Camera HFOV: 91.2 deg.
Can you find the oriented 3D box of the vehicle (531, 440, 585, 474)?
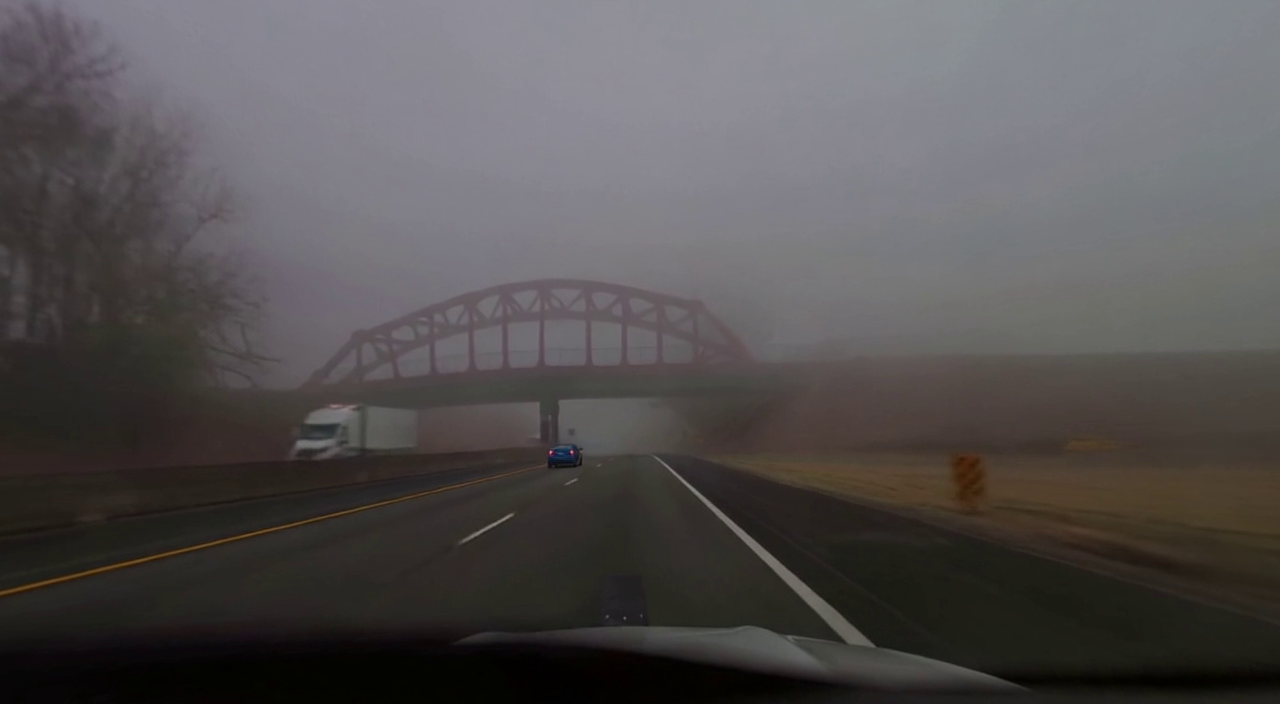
[{"bbox_3d":[-3.951,5.162,31.136,2.052,1.556,4.405,0,-8,0],"label":"vehicle"}]

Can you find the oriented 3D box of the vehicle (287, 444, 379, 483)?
[{"bbox_3d":[-13.303,4.816,27.483,1.872,1.535,4.138,0,-9,1],"label":"vehicle"}]

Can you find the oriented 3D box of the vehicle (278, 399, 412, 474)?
[{"bbox_3d":[-16.728,5.023,36.747,2.995,3.794,9.786,0,-9,0],"label":"vehicle"}]
